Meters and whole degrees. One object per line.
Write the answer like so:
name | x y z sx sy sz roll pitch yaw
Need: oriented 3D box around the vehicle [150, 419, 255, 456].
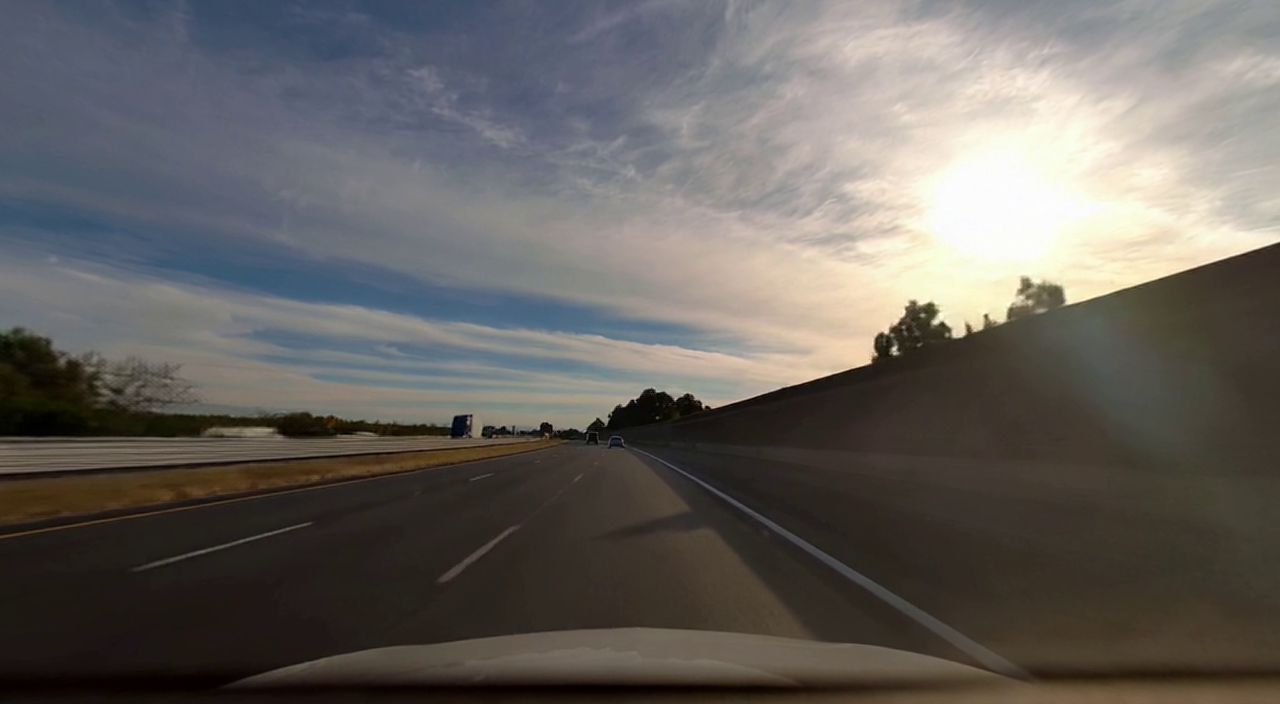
vehicle | -20.150 3.996 29.162 1.884 1.559 4.143 0 -8 -1
